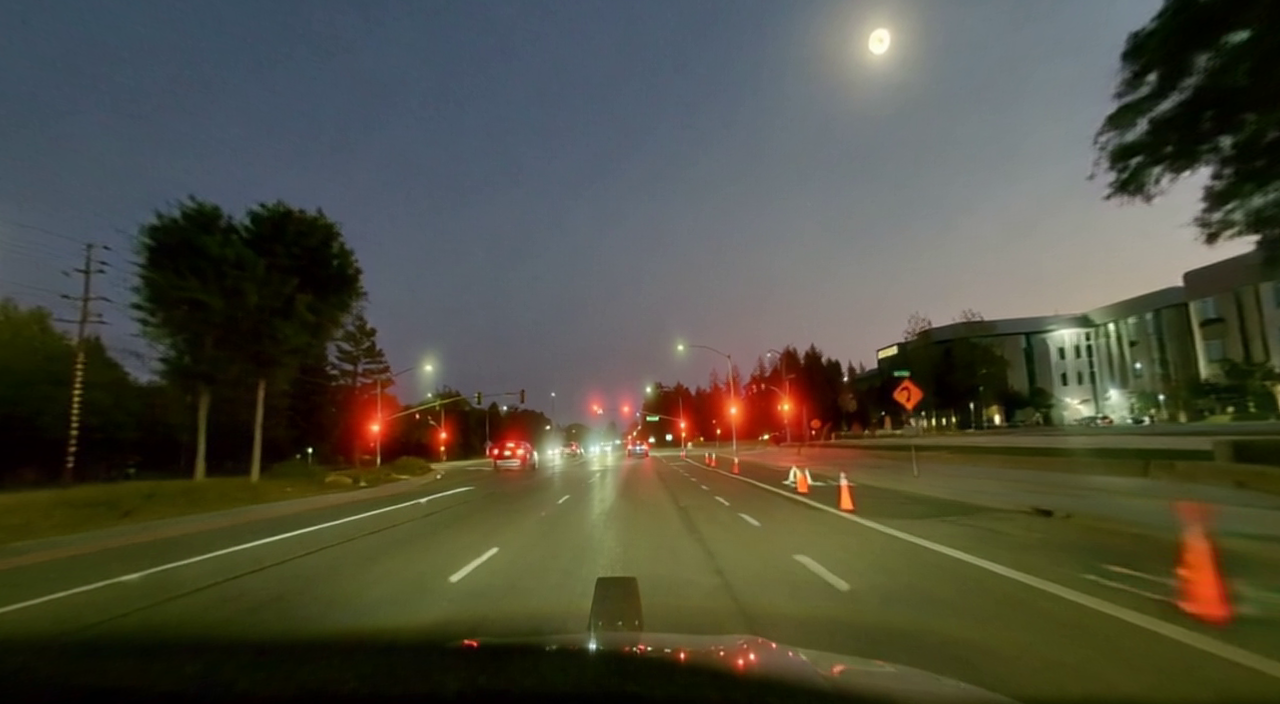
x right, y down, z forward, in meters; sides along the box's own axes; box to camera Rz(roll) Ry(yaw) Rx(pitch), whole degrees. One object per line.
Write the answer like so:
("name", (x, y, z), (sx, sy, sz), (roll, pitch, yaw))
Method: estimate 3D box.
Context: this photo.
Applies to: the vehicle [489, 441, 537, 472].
("vehicle", (-6.910, 5.717, 34.858), (1.869, 1.570, 4.064), (0, -8, -1))
